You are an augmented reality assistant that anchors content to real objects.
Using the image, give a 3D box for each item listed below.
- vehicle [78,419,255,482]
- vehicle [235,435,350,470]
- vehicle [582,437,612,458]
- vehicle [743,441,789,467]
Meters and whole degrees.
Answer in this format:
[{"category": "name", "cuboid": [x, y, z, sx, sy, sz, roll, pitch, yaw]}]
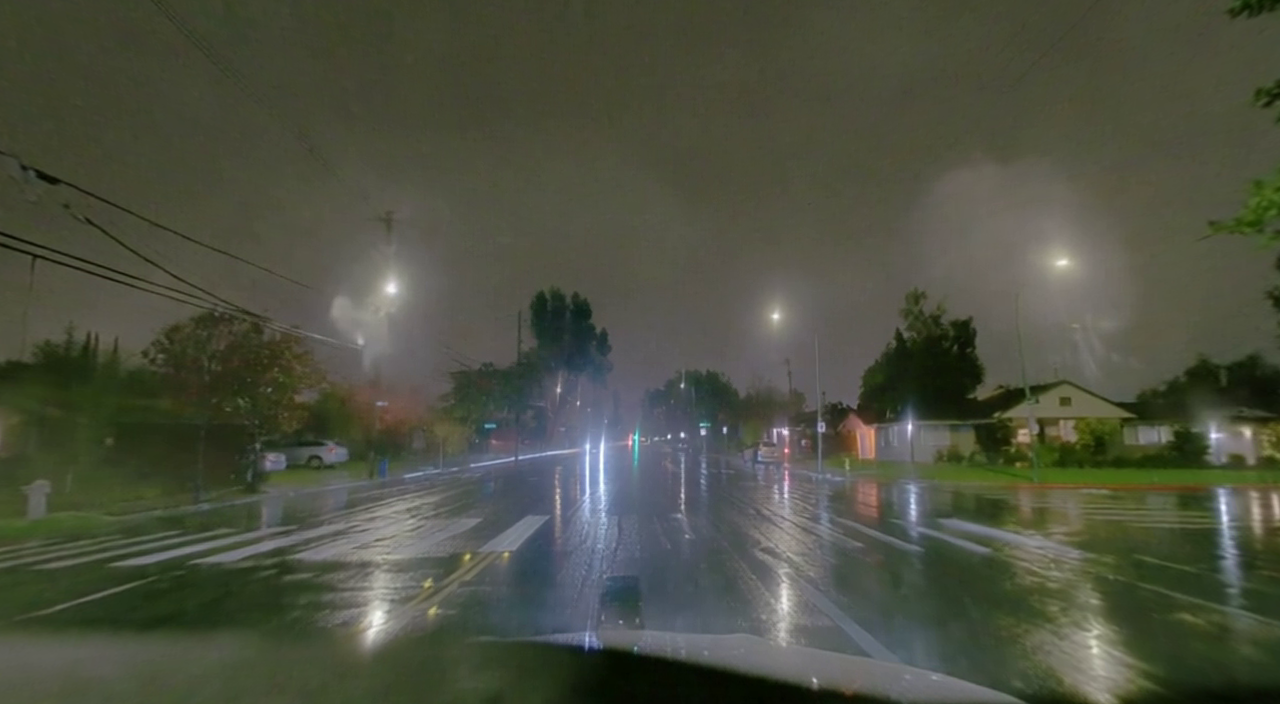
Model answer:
[{"category": "vehicle", "cuboid": [-17.923, 3.762, 24.151, 4.800, 2.259, 2.303, 0, -9, -1]}, {"category": "vehicle", "cuboid": [-17.942, 5.187, 32.796, 4.743, 1.734, 1.994, 0, -9, 0]}, {"category": "vehicle", "cuboid": [-3.192, 7.219, 47.932, 2.014, 1.499, 3.999, 0, -9, 0]}, {"category": "vehicle", "cuboid": [8.008, 6.539, 40.561, 2.029, 1.554, 4.705, 0, -9, 1]}]
